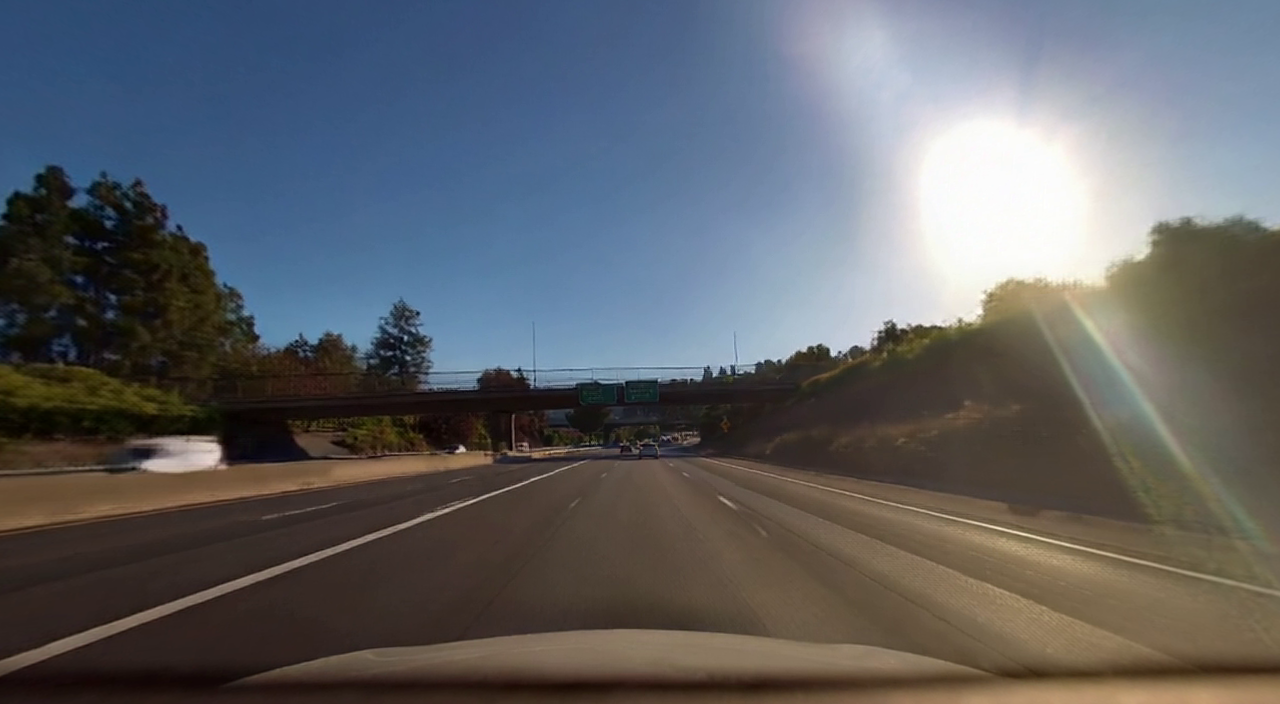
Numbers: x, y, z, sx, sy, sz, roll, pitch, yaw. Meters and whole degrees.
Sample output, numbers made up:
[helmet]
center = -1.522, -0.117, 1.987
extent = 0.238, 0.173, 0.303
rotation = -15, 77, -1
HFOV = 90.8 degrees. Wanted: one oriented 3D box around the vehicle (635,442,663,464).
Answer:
[vehicle]
center = 0.622, 7.315, 45.846
extent = 1.970, 1.477, 4.158
rotation = 0, -9, 0
